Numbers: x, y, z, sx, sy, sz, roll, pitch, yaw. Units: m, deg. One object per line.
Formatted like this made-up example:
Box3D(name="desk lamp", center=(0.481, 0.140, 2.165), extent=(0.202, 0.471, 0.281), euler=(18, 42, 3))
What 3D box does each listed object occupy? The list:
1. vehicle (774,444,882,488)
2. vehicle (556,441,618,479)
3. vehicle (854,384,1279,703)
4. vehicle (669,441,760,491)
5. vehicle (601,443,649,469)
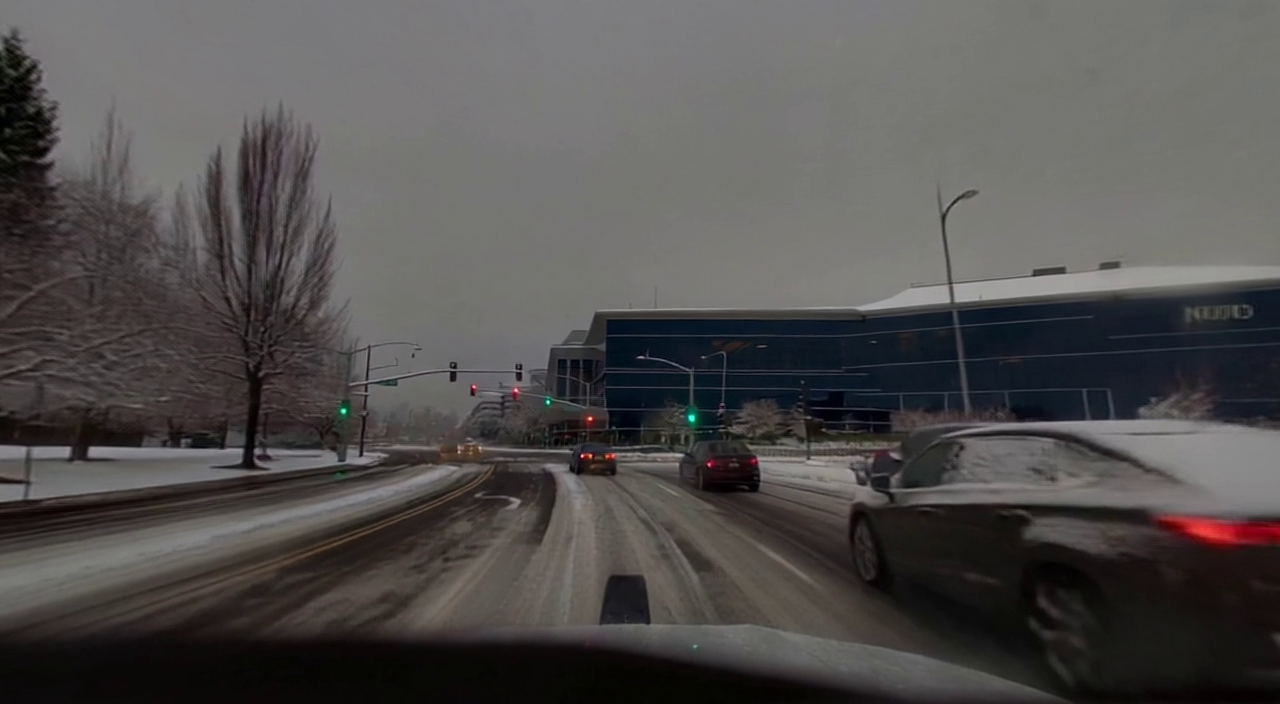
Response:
Box3D(name="vehicle", center=(6.618, 4.057, 22.821), extent=(1.903, 1.432, 4.514), euler=(2, -9, -10))
Box3D(name="vehicle", center=(-2.540, 4.893, 28.875), extent=(2.308, 1.535, 4.811), euler=(2, -9, -11))
Box3D(name="vehicle", center=(3.144, 1.112, 3.708), extent=(2.280, 1.472, 4.426), euler=(0, -8, 1))
Box3D(name="vehicle", center=(2.324, 3.739, 21.044), extent=(1.984, 1.476, 4.488), euler=(1, -9, -7))
Box3D(name="vehicle", center=(-0.970, 6.297, 38.235), extent=(1.957, 1.463, 4.701), euler=(2, -9, -13))
